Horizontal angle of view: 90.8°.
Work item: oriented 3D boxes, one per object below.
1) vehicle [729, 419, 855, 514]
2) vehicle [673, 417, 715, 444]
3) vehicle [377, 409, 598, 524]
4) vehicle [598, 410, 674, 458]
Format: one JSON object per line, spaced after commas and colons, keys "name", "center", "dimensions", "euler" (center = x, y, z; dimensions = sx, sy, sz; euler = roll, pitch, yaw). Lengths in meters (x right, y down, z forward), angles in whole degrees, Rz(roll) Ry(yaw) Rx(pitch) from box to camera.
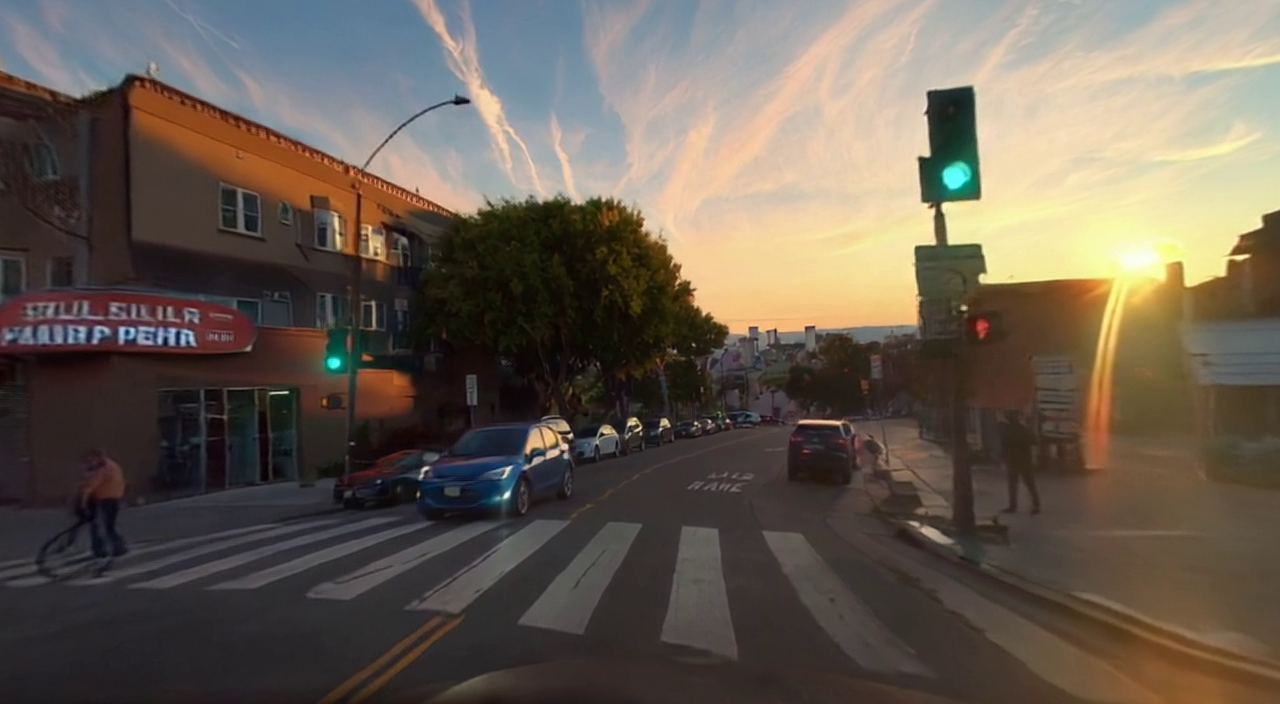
{"name": "vehicle", "center": [3.146, 2.174, 12.395], "dimensions": [1.892, 1.481, 4.365], "euler": [-3, -9, 19]}
{"name": "vehicle", "center": [4.026, 5.746, 46.465], "dimensions": [1.948, 1.693, 4.325], "euler": [-6, -7, 18]}
{"name": "vehicle", "center": [-2.563, 2.124, 12.155], "dimensions": [2.181, 1.723, 4.692], "euler": [-3, -9, 14]}
{"name": "vehicle", "center": [-0.077, 4.286, 33.600], "dimensions": [2.260, 2.136, 5.669], "euler": [-7, -7, 17]}
